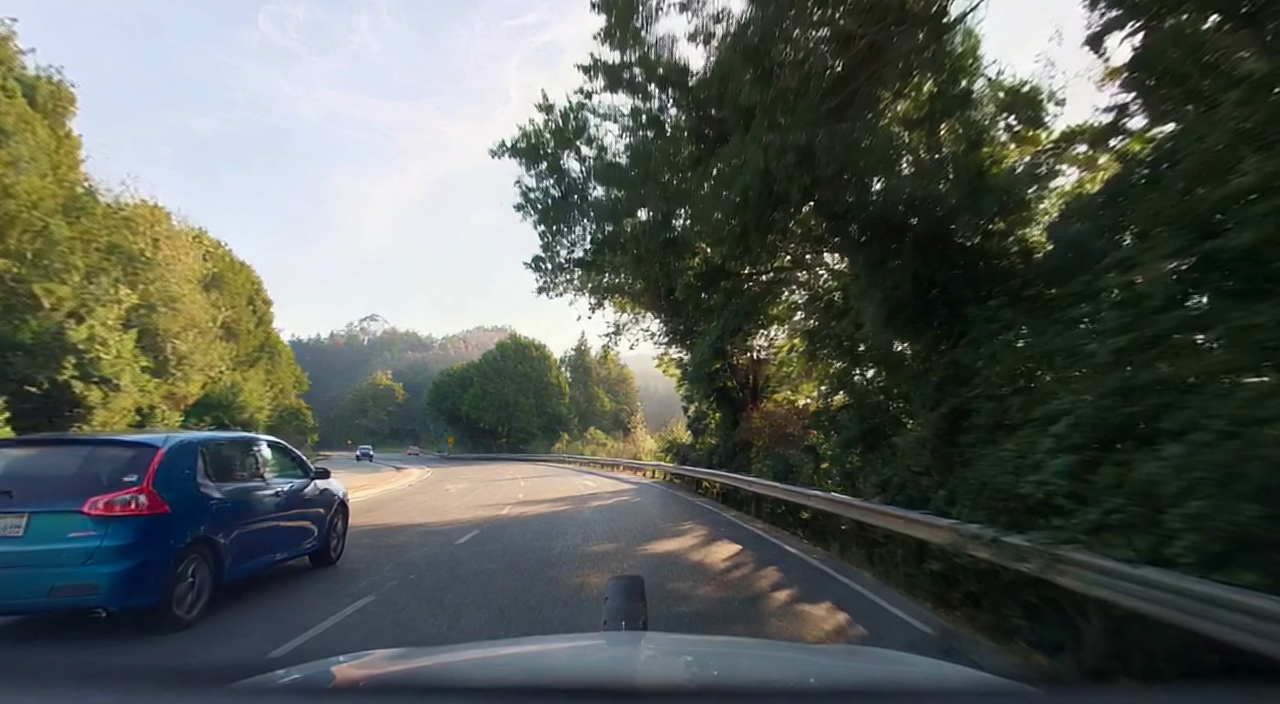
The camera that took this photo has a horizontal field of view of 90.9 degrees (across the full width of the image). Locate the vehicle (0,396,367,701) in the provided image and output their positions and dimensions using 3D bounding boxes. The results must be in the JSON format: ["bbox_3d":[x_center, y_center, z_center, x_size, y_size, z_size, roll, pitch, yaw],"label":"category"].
[{"bbox_3d":[-4.149,1.348,5.349,2.078,1.607,3.959,0,-9,-4],"label":"vehicle"}]
